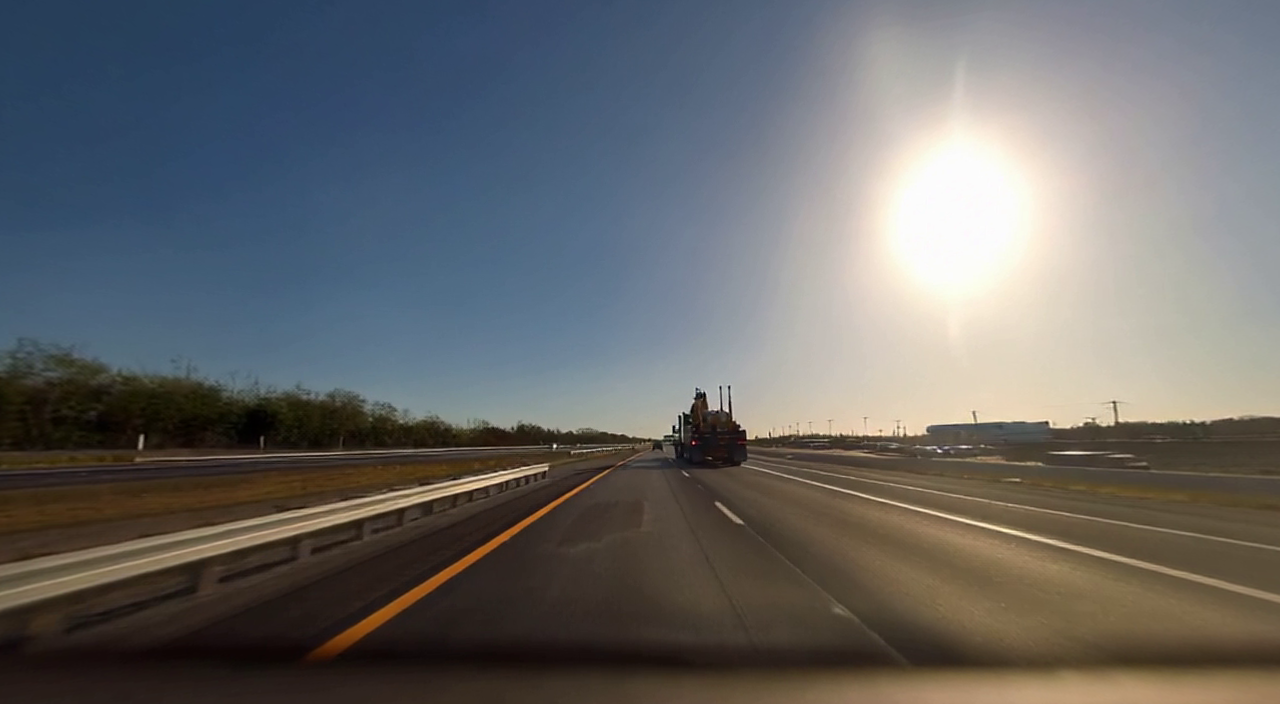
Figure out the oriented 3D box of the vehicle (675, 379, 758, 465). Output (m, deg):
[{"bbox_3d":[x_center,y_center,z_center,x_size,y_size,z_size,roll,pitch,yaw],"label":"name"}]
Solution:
[{"bbox_3d":[3.746,3.731,32.721,3.279,3.956,6.541,0,-8,-1],"label":"vehicle"}]
